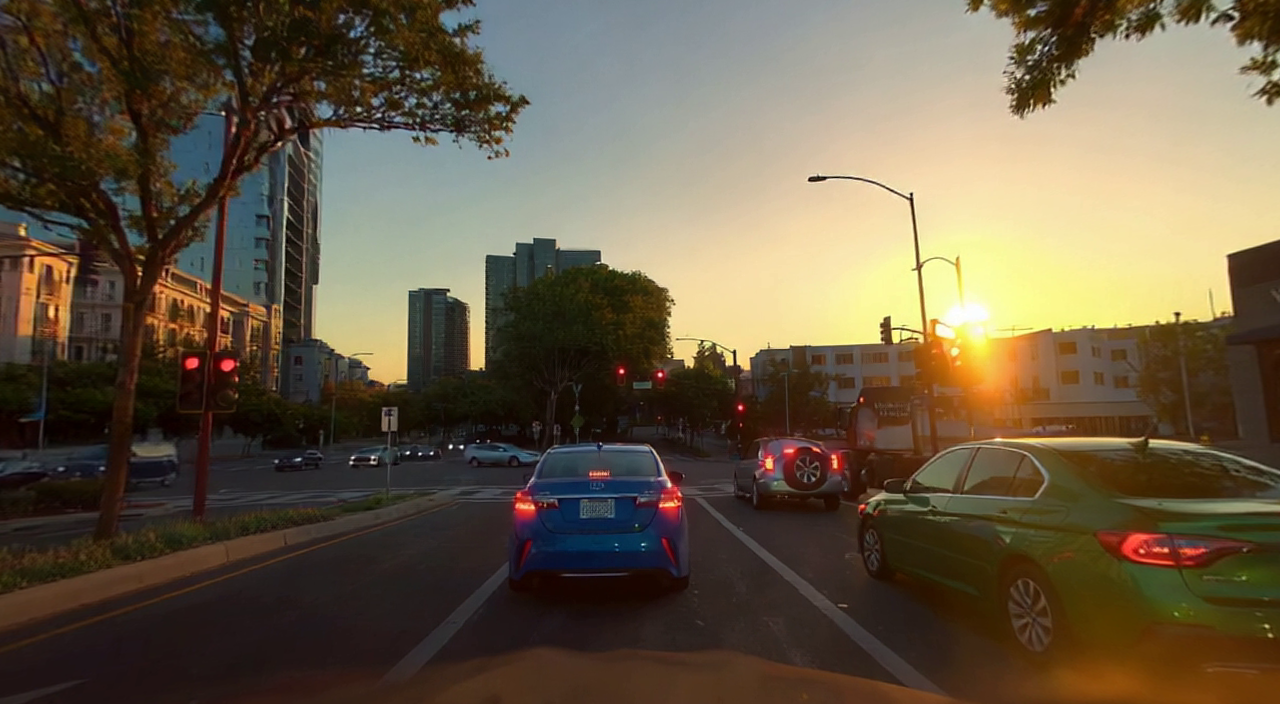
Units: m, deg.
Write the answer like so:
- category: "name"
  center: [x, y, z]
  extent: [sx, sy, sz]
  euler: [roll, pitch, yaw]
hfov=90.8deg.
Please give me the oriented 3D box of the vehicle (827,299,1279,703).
- category: "vehicle"
  center: [3.580, 1.106, 5.058]
  extent: [2.572, 1.945, 5.065]
  euler: [0, -8, 0]

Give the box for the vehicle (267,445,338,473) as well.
- category: "vehicle"
  center: [-21.606, 6.832, 40.641]
  extent: [1.935, 1.701, 4.590]
  euler: [0, -8, 1]

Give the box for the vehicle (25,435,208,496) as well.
- category: "vehicle"
  center: [-17.990, 3.904, 22.145]
  extent: [2.295, 1.858, 4.748]
  euler: [0, -8, 0]

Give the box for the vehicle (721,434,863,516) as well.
- category: "vehicle"
  center: [3.175, 2.672, 14.299]
  extent: [2.026, 1.549, 4.559]
  euler: [0, -8, -1]

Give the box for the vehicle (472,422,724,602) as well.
- category: "vehicle"
  center: [-0.373, 1.652, 7.384]
  extent: [2.143, 1.520, 3.848]
  euler: [0, -8, 0]

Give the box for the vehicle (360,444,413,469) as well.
- category: "vehicle"
  center: [-17.953, 7.368, 44.889]
  extent: [1.976, 1.667, 4.274]
  euler: [0, -8, 0]
